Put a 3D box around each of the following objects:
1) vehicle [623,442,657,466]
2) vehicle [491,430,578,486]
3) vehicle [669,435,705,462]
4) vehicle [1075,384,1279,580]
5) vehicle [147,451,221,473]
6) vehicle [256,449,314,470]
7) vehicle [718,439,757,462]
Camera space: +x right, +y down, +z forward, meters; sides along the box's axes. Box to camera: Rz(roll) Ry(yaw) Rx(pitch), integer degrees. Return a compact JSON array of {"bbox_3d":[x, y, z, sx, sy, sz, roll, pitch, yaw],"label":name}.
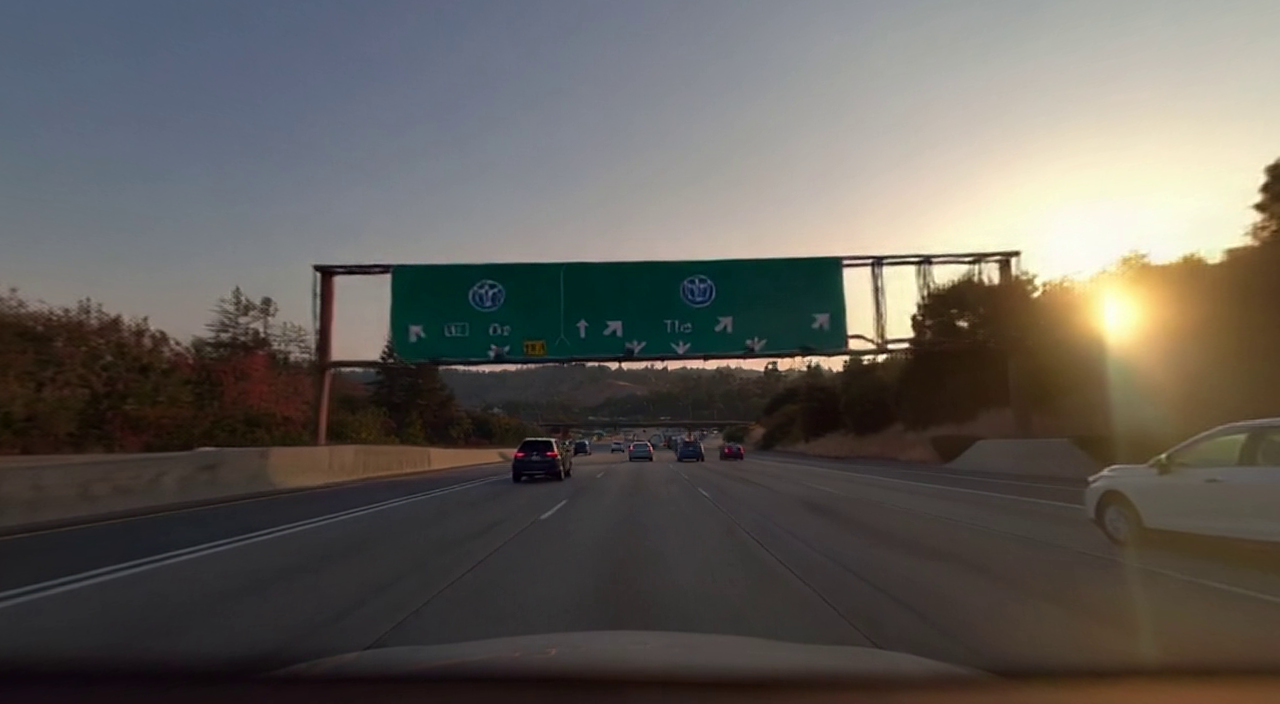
[{"bbox_3d":[-0.015,6.523,40.376,2.050,1.452,3.917,0,-8,0],"label":"vehicle"},{"bbox_3d":[-3.594,3.724,22.489,2.118,1.750,4.875,-1,-8,2],"label":"vehicle"},{"bbox_3d":[3.656,7.600,49.649,2.348,1.991,5.460,0,-8,0],"label":"vehicle"},{"bbox_3d":[6.847,1.183,5.801,2.123,1.756,4.959,0,-8,0],"label":"vehicle"},{"bbox_3d":[-34.277,8.278,47.577,1.980,1.539,4.797,0,-8,1],"label":"vehicle"},{"bbox_3d":[-26.702,8.095,47.576,1.814,1.465,4.230,-1,-8,2],"label":"vehicle"},{"bbox_3d":[7.429,7.591,48.575,2.196,1.659,4.451,0,-8,-1],"label":"vehicle"}]
